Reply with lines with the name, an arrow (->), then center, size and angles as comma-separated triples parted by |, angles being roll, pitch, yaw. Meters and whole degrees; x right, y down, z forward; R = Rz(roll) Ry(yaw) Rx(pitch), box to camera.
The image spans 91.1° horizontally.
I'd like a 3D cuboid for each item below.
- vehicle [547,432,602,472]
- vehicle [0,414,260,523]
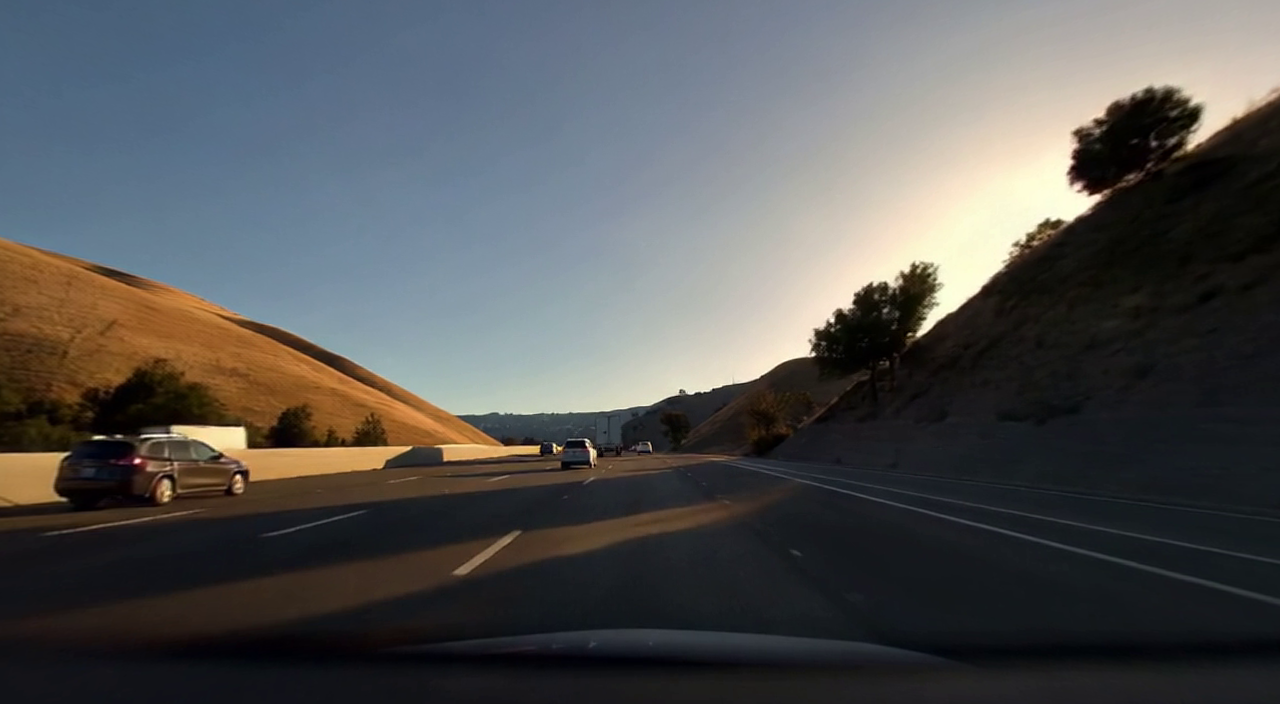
vehicle -> -3.000, 4.693, 29.657 | 2.099, 1.734, 4.413 | 0, -8, 0
vehicle -> -10.937, 2.371, 13.429 | 2.130, 1.828, 5.523 | 0, -8, 0
